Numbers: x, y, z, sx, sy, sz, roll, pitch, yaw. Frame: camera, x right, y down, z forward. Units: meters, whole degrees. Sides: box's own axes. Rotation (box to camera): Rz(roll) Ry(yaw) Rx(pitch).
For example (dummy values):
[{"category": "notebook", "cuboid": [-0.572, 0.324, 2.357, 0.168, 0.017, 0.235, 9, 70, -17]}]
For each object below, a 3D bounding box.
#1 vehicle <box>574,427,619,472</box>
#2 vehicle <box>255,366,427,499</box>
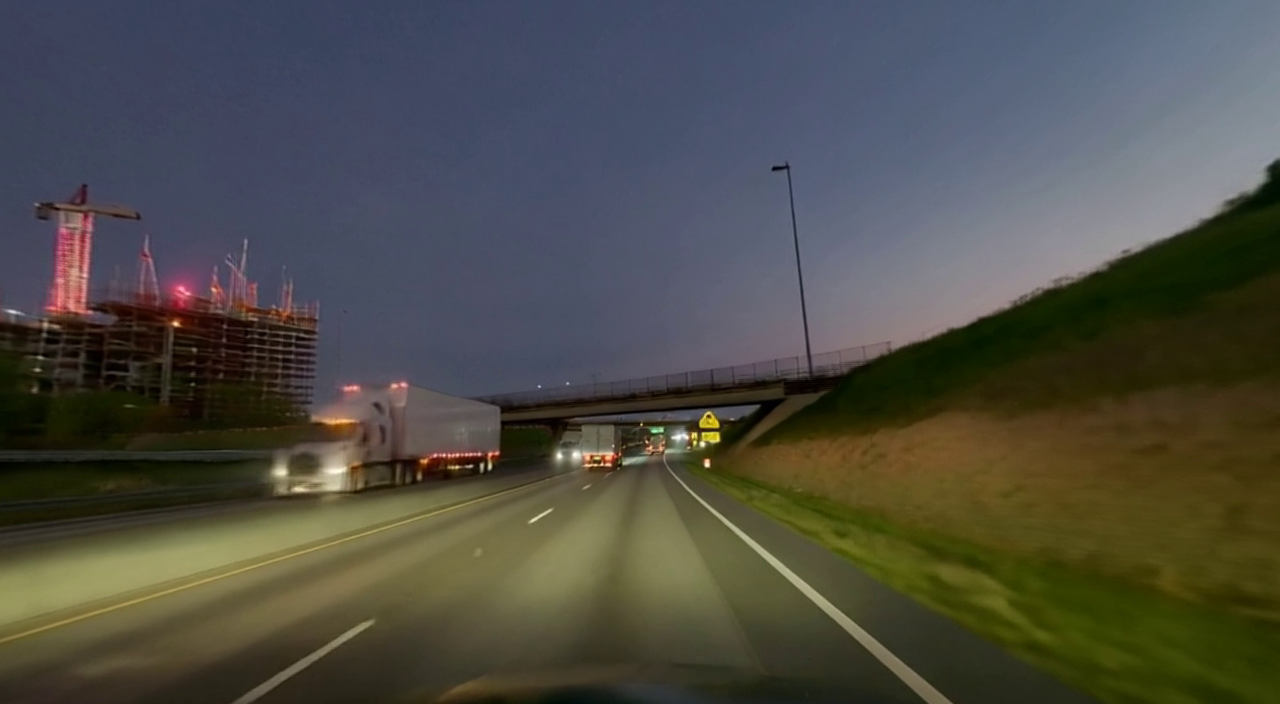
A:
[{"category": "vehicle", "cuboid": [-2.872, 6.691, 43.225, 2.565, 2.771, 6.641, 0, -9, 1]}, {"category": "vehicle", "cuboid": [-10.006, 2.853, 21.976, 2.918, 3.990, 5.826, 0, -9, 1]}]
